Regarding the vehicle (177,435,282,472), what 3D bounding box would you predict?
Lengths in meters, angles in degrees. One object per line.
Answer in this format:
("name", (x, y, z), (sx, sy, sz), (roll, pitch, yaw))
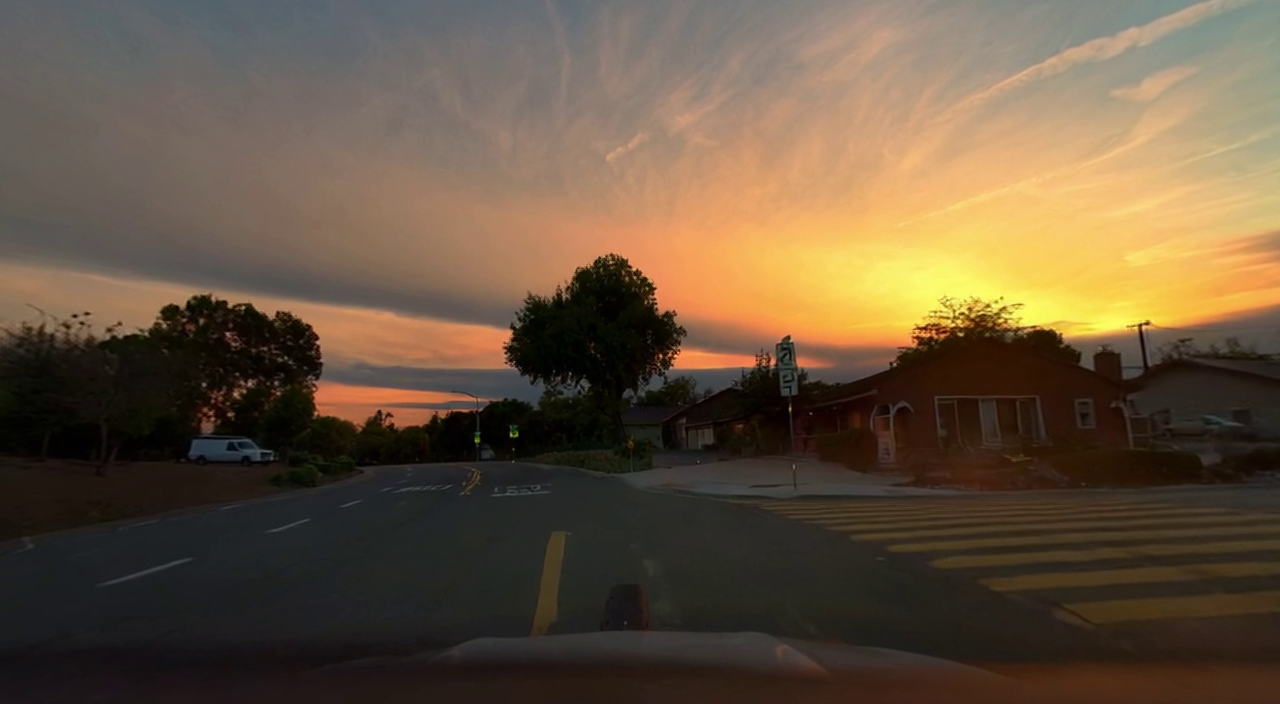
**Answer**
("vehicle", (-23.142, 5.704, 35.637), (4.699, 1.996, 2.116), (-2, -9, 11))
